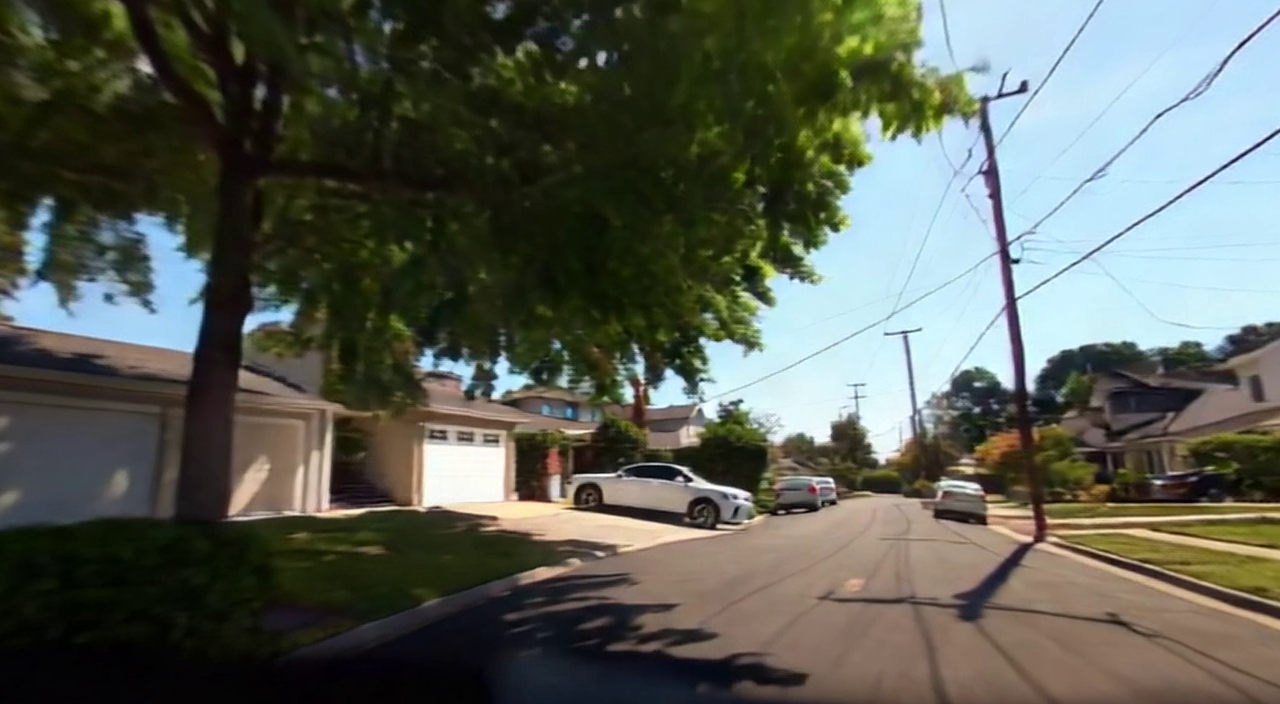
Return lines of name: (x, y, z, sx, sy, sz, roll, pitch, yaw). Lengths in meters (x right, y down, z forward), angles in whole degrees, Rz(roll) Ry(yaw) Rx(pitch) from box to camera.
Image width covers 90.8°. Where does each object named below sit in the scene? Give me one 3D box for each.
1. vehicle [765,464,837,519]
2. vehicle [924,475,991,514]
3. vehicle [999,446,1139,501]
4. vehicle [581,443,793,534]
vehicle: (5.889, 4.899, 22.697, 2.081, 1.589, 4.691, -3, -9, 18)
vehicle: (16.924, 7.607, 33.696, 3.005, 1.535, 4.025, -2, -17, 27)
vehicle: (17.303, 4.878, 25.734, 4.249, 1.905, 1.904, -3, -5, 19)
vehicle: (1.223, 3.211, 15.383, 4.537, 1.595, 2.471, 1, -9, 21)
